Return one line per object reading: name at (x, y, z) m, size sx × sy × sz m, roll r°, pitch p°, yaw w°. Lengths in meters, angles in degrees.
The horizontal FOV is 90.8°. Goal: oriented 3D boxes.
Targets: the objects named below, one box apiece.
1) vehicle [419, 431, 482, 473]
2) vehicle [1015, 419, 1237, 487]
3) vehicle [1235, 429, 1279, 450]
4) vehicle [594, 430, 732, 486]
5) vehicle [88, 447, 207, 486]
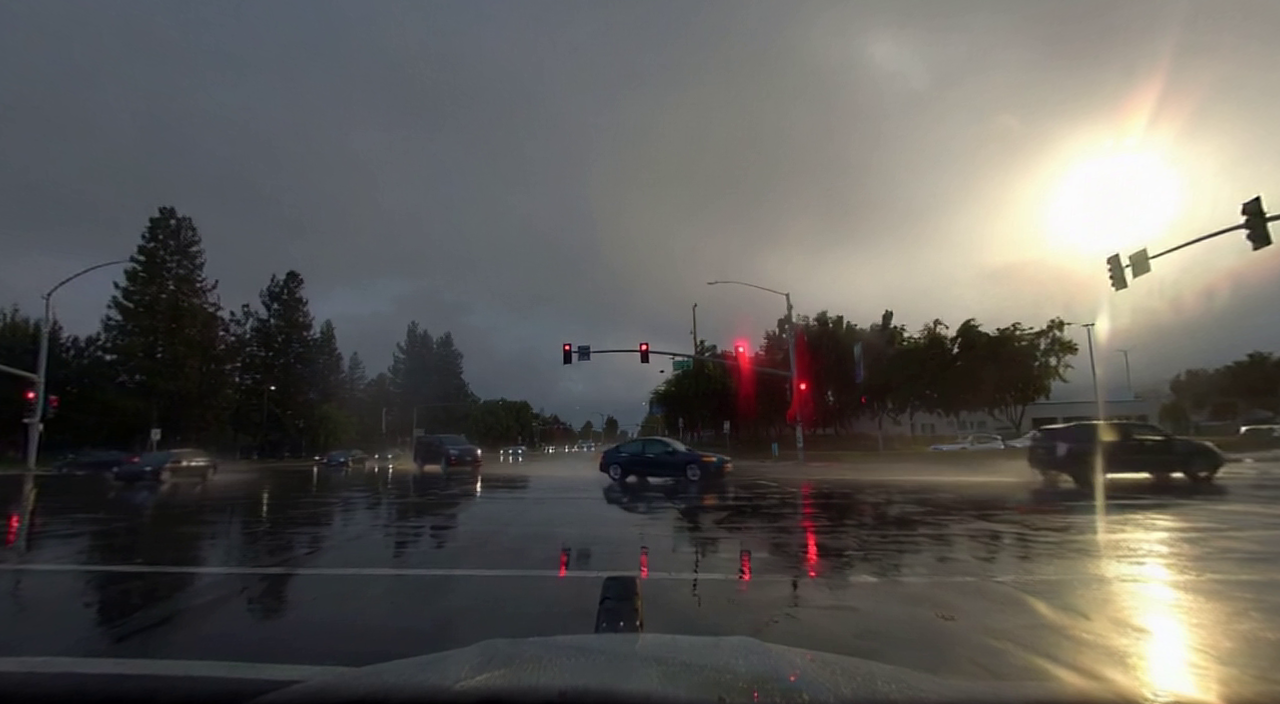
vehicle at (-9.898, 5.133, 32.659) m, size 2.223 × 1.972 × 5.310 m, roll 4°, pitch -9°, yaw -25°
vehicle at (14.302, 3.001, 18.888) m, size 4.767 × 1.877 × 2.017 m, roll -1°, pitch -9°, yaw 5°
vehicle at (45.673, 6.282, 45.248) m, size 1.786 × 1.412 × 4.330 m, roll 0°, pitch -9°, yaw 0°
vehicle at (0.746, 3.515, 21.152) m, size 4.180 × 1.678 × 1.982 m, roll -5°, pitch -10°, yaw 29°
vehicle at (-22.957, 5.302, 29.723) m, size 1.938 × 1.676 × 4.483 m, roll 0°, pitch -9°, yaw 0°
